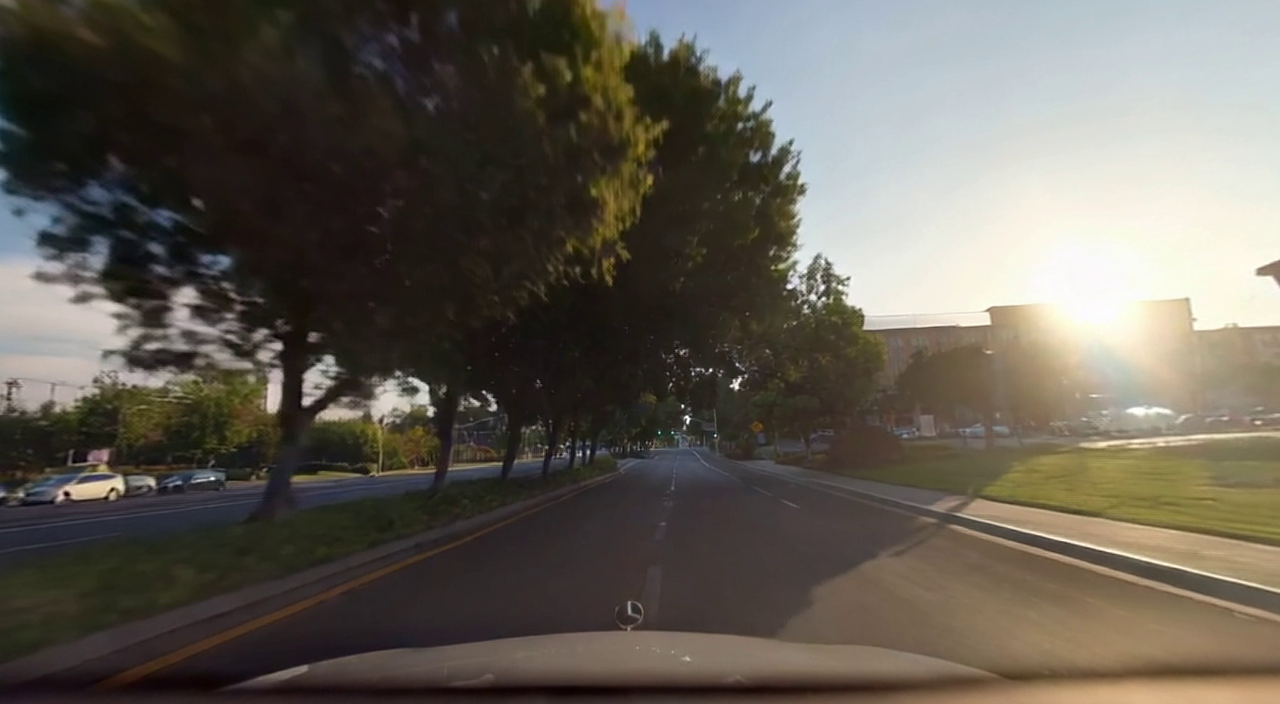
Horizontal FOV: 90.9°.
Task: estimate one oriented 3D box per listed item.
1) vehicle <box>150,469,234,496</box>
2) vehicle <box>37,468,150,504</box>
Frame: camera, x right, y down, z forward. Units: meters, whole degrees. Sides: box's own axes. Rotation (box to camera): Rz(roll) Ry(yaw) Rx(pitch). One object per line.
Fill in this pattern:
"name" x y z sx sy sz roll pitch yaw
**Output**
"vehicle" -29.588 8.618 41.796 1.906 1.486 4.617 -1 -9 5
"vehicle" -30.245 7.416 35.096 1.851 1.682 4.631 -1 -9 4
